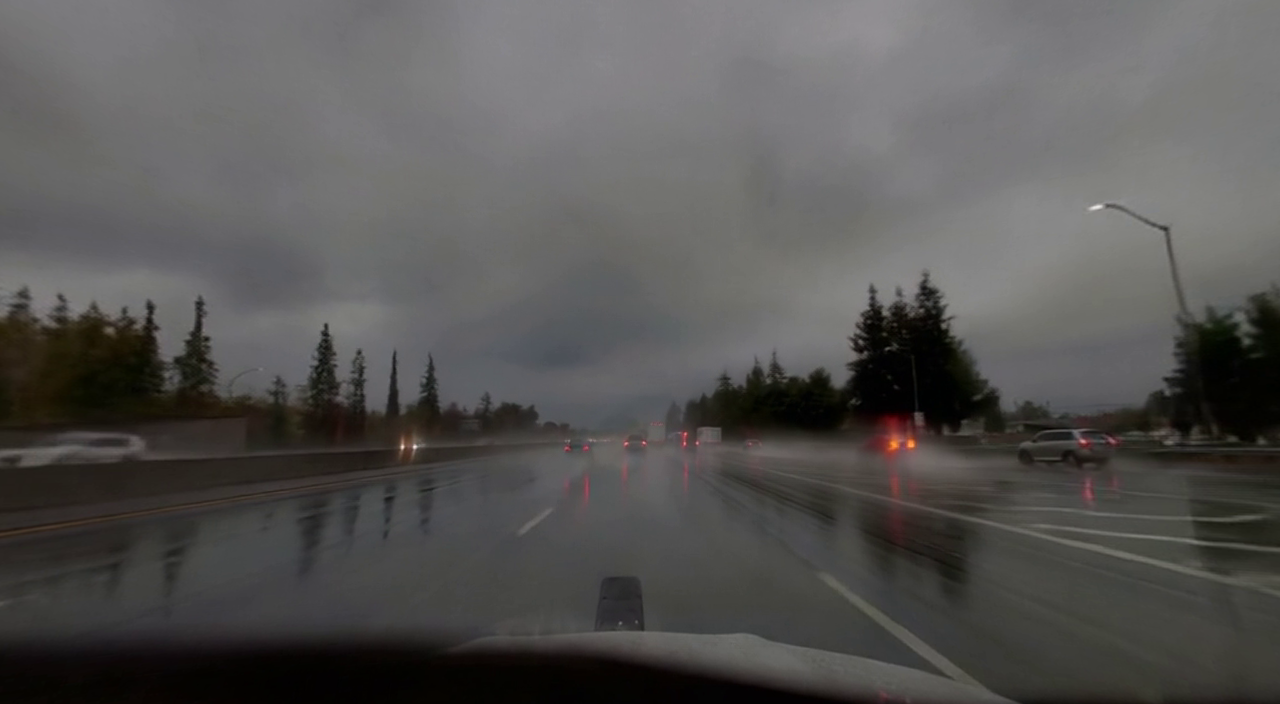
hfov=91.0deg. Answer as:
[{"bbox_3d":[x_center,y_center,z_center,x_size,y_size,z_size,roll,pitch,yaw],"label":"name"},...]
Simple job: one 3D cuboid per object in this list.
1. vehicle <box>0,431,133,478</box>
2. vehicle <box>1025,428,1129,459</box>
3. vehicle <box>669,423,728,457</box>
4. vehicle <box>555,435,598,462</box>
[{"bbox_3d":[-21.012,3.724,23.058,1.725,1.551,3.763,0,-8,0],"label":"vehicle"},{"bbox_3d":[28.155,5.936,40.727,2.139,1.881,5.005,4,-9,-25],"label":"vehicle"},{"bbox_3d":[3.888,6.363,45.164,3.042,2.004,14.051,0,-8,1],"label":"vehicle"},{"bbox_3d":[-3.644,5.658,36.938,2.066,1.500,4.415,0,-8,0],"label":"vehicle"}]
